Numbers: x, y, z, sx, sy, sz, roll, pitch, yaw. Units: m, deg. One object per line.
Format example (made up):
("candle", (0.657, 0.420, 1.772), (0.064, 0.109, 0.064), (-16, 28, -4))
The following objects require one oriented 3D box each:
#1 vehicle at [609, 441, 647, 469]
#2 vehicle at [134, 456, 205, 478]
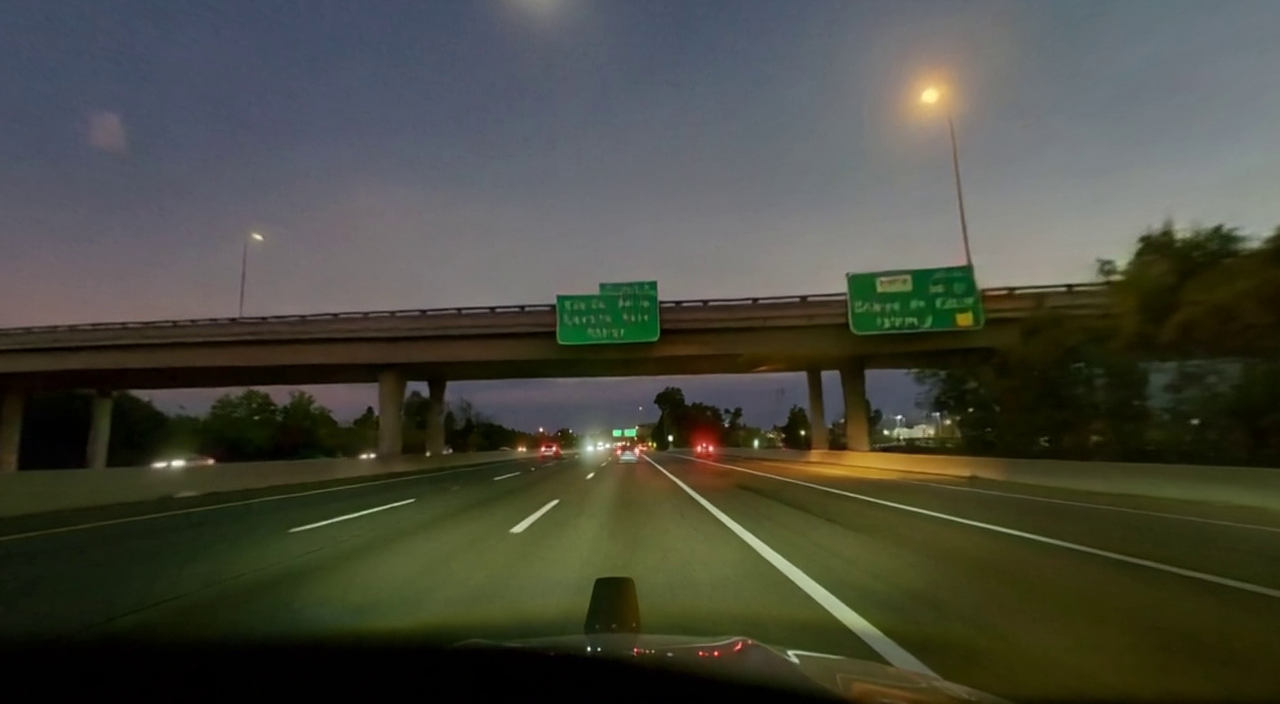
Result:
("vehicle", (-0.696, 5.832, 35.903), (2.012, 1.471, 4.059), (0, -8, -2))
("vehicle", (-35.922, 8.793, 48.406), (1.887, 1.475, 4.752), (0, -8, -2))
